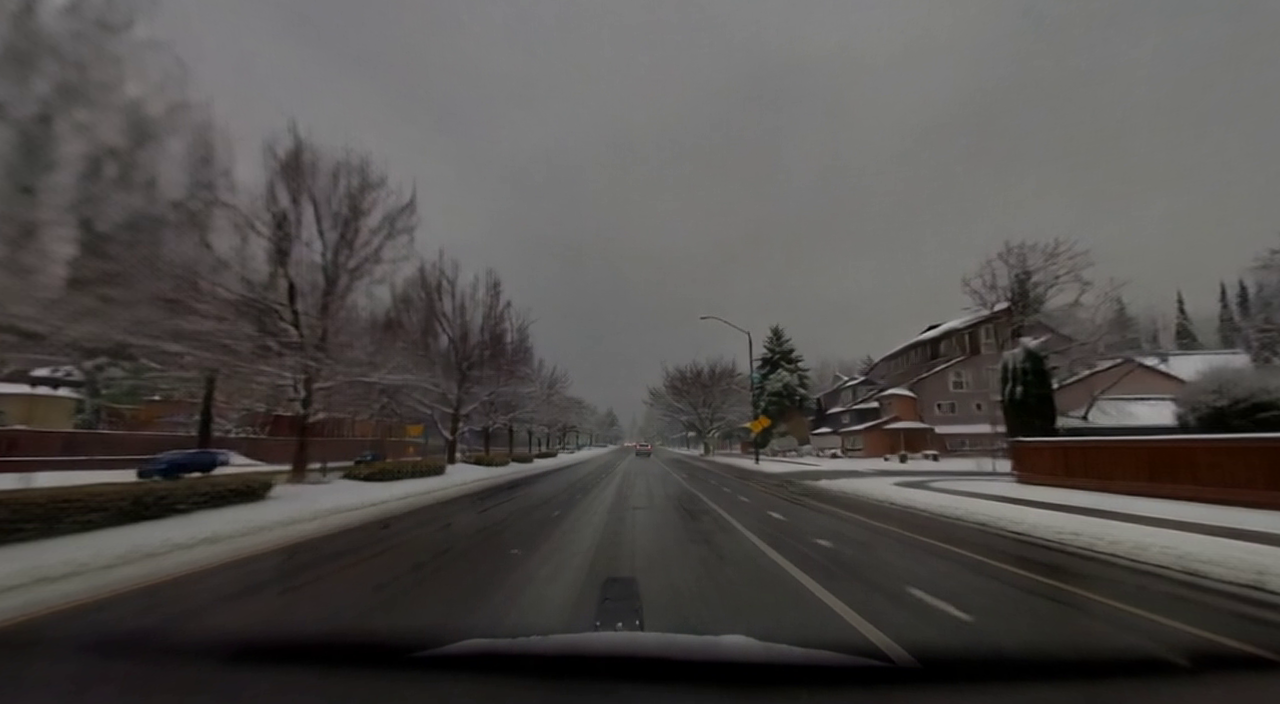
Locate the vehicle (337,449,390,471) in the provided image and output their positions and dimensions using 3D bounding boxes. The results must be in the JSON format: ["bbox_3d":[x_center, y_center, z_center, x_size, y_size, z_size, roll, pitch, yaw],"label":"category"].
[{"bbox_3d":[-20.182,7.880,46.337,1.834,1.464,4.490,0,-8,0],"label":"vehicle"}]

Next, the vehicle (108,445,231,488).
[{"bbox_3d":[-20.211,4.907,27.446,1.887,1.664,4.491,-1,-8,0],"label":"vehicle"}]
